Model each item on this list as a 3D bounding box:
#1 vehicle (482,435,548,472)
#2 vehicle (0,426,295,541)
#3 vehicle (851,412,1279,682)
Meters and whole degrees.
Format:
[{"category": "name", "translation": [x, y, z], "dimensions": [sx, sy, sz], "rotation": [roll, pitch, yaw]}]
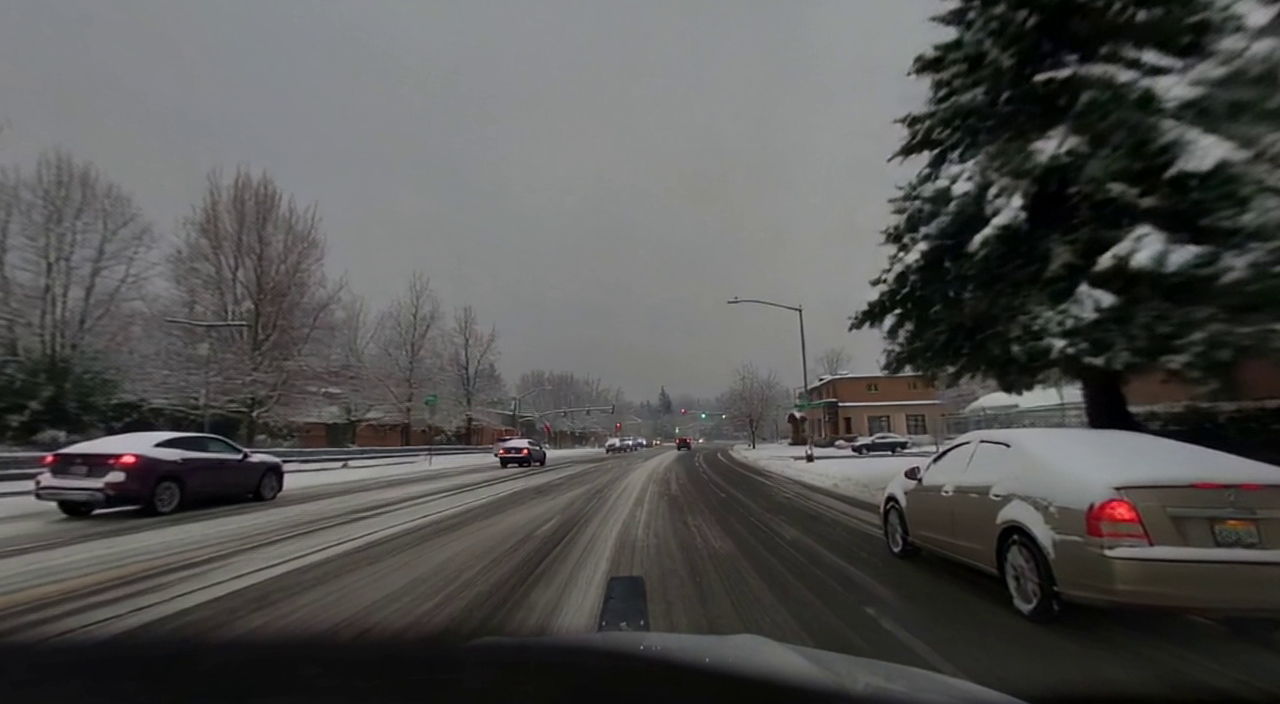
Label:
[{"category": "vehicle", "translation": [-5.809, 4.769, 29.846], "dimensions": [1.988, 1.597, 4.404], "rotation": [-1, -8, 4]}, {"category": "vehicle", "translation": [-8.139, 2.132, 10.913], "dimensions": [1.951, 1.554, 4.444], "rotation": [0, -8, -3]}, {"category": "vehicle", "translation": [3.746, 1.435, 5.931], "dimensions": [2.003, 1.494, 4.705], "rotation": [0, -8, 1]}]
